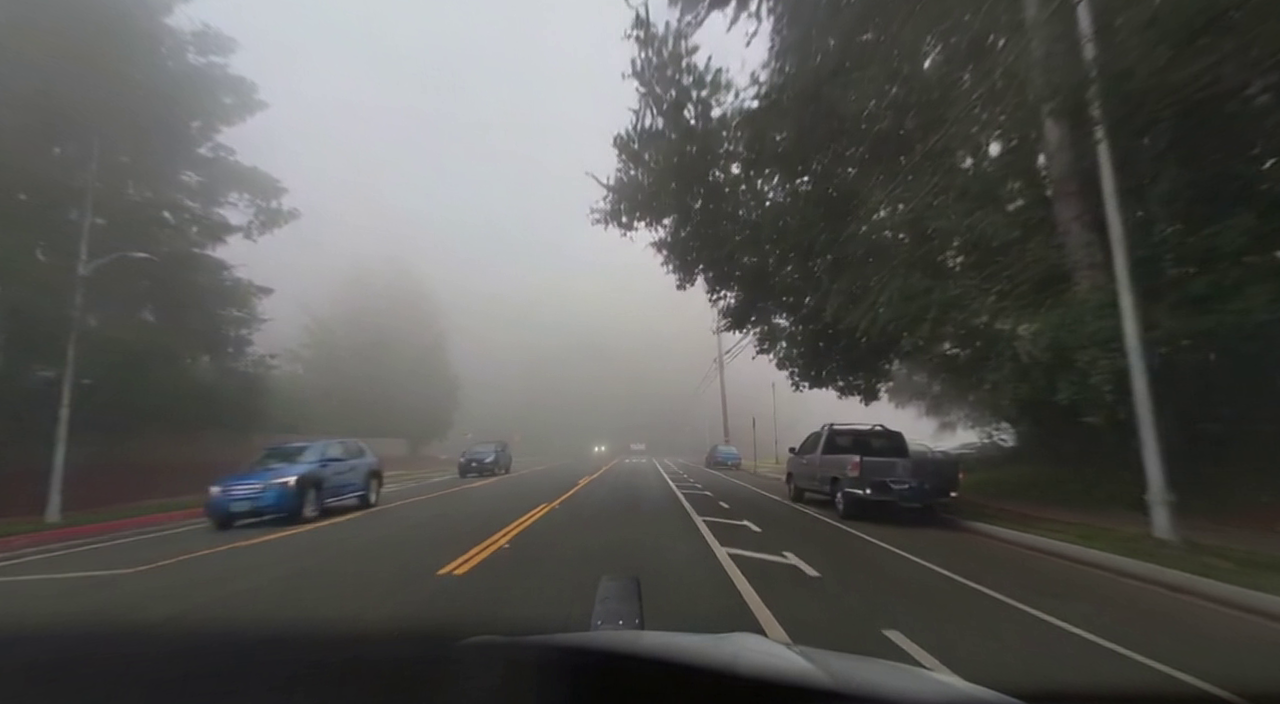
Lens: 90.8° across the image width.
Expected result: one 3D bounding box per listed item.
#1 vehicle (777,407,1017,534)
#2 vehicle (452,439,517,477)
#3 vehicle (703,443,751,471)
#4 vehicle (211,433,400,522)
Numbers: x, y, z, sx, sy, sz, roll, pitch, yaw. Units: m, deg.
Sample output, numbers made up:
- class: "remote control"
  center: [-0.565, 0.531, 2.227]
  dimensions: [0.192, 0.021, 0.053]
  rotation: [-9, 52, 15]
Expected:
- class: "vehicle"
  center: [4.710, 2.331, 13.135]
  dimensions: [2.335, 1.972, 6.368]
  rotation: [0, -8, 0]
- class: "vehicle"
  center: [-7.428, 5.106, 30.635]
  dimensions: [1.989, 1.706, 4.495]
  rotation: [0, -8, 1]
- class: "vehicle"
  center: [4.759, 5.805, 35.187]
  dimensions: [1.987, 1.479, 4.562]
  rotation: [0, -8, 0]
- class: "vehicle"
  center: [-7.382, 2.783, 14.576]
  dimensions: [1.979, 1.711, 4.331]
  rotation: [0, -8, 0]
